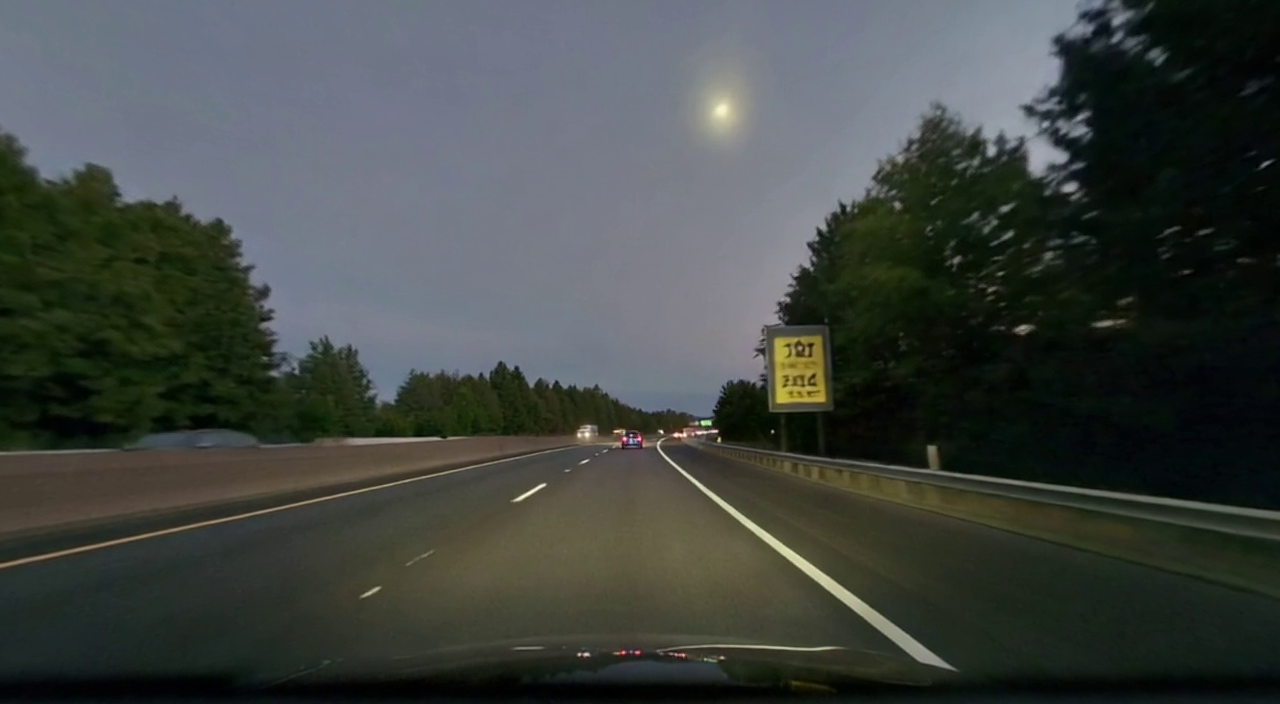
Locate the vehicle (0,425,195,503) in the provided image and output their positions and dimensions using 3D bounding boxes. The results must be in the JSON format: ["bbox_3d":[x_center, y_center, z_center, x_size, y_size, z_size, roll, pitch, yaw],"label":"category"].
[{"bbox_3d":[-12.580,2.453,14.289,1.874,1.488,4.245,0,-8,-1],"label":"vehicle"}]
